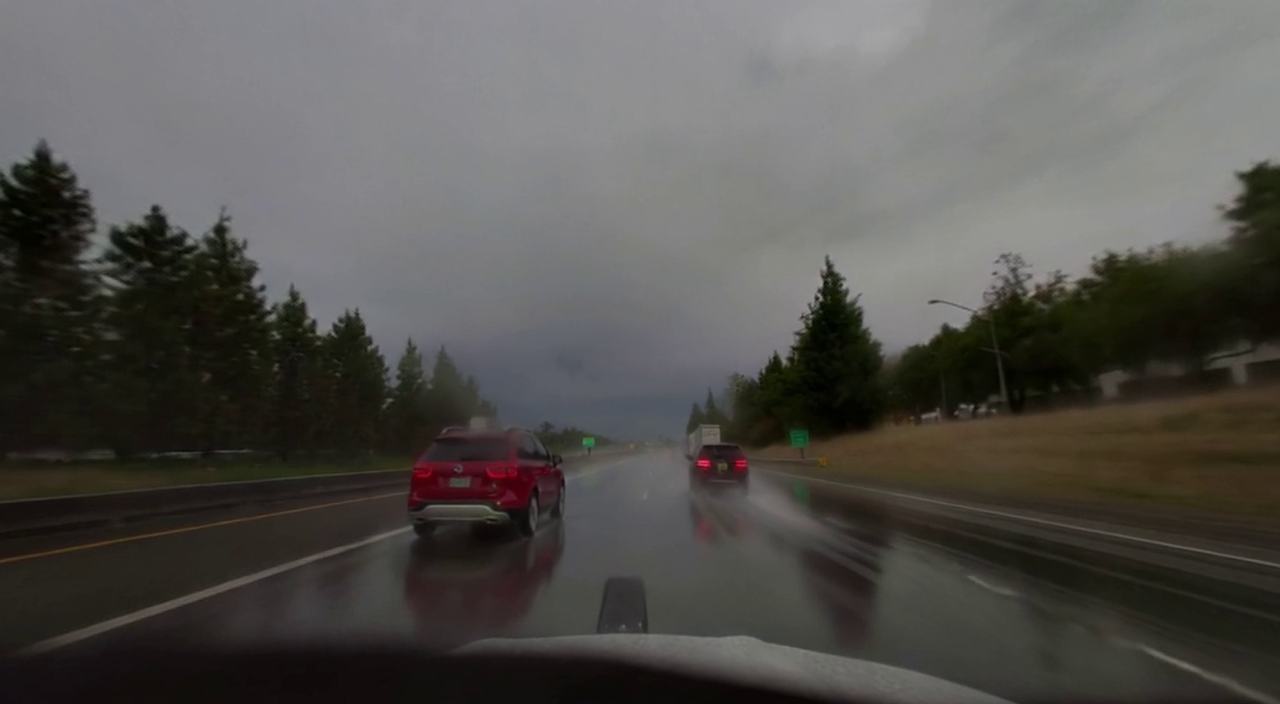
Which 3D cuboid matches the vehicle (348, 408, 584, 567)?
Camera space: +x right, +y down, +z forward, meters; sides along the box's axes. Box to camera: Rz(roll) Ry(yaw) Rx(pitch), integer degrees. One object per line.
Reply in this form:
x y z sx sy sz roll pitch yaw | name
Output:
-2.215 1.919 9.628 2.139 1.804 4.611 -1 -9 2 | vehicle

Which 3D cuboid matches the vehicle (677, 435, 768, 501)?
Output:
2.269 3.348 18.529 2.087 1.682 4.388 0 -9 0 | vehicle
